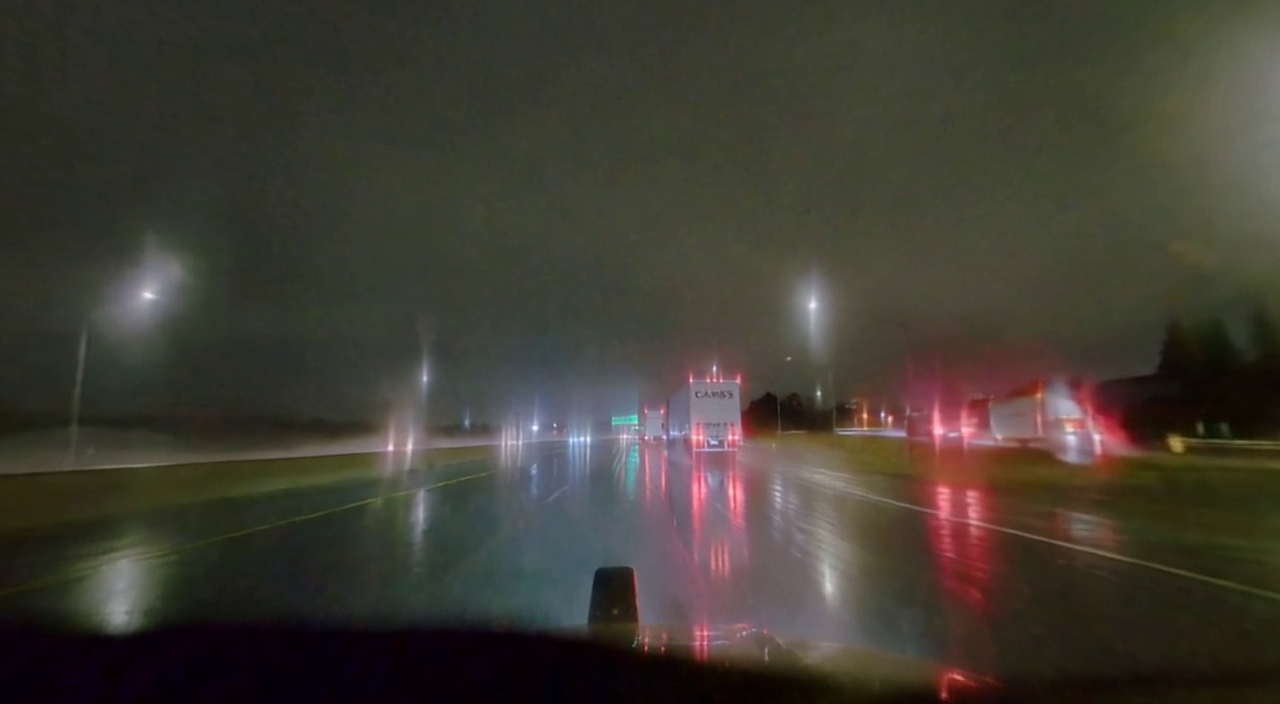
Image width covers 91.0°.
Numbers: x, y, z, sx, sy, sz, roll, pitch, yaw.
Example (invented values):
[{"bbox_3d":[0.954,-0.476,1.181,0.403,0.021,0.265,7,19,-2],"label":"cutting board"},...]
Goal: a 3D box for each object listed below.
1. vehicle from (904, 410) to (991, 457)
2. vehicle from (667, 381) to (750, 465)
[{"bbox_3d":[24.108,6.304,49.887,2.865,2.885,8.040,-4,-3,1],"label":"vehicle"},{"bbox_3d":[3.680,4.502,38.173,2.976,4.064,14.619,0,-8,-2],"label":"vehicle"}]
